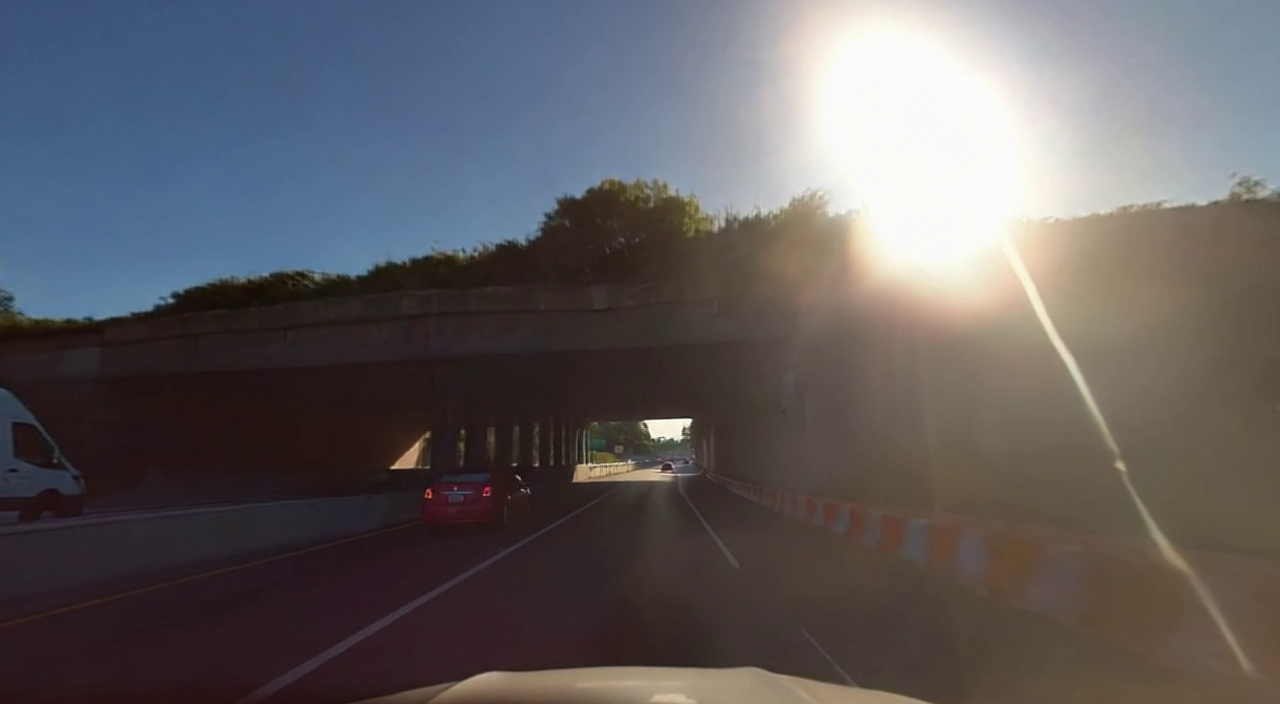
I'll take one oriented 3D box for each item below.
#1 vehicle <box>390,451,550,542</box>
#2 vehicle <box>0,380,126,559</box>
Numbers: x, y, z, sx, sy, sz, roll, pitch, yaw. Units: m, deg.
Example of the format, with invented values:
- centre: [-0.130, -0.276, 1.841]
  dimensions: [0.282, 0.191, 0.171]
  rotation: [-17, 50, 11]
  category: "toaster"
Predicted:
- centre: [-3.128, 2.771, 12.474]
  dimensions: [1.992, 1.466, 3.690]
  rotation: [0, -10, 2]
  category: "vehicle"
- centre: [-10.734, 1.477, 8.021]
  dimensions: [2.310, 2.576, 6.321]
  rotation: [-1, -10, 9]
  category: "vehicle"
